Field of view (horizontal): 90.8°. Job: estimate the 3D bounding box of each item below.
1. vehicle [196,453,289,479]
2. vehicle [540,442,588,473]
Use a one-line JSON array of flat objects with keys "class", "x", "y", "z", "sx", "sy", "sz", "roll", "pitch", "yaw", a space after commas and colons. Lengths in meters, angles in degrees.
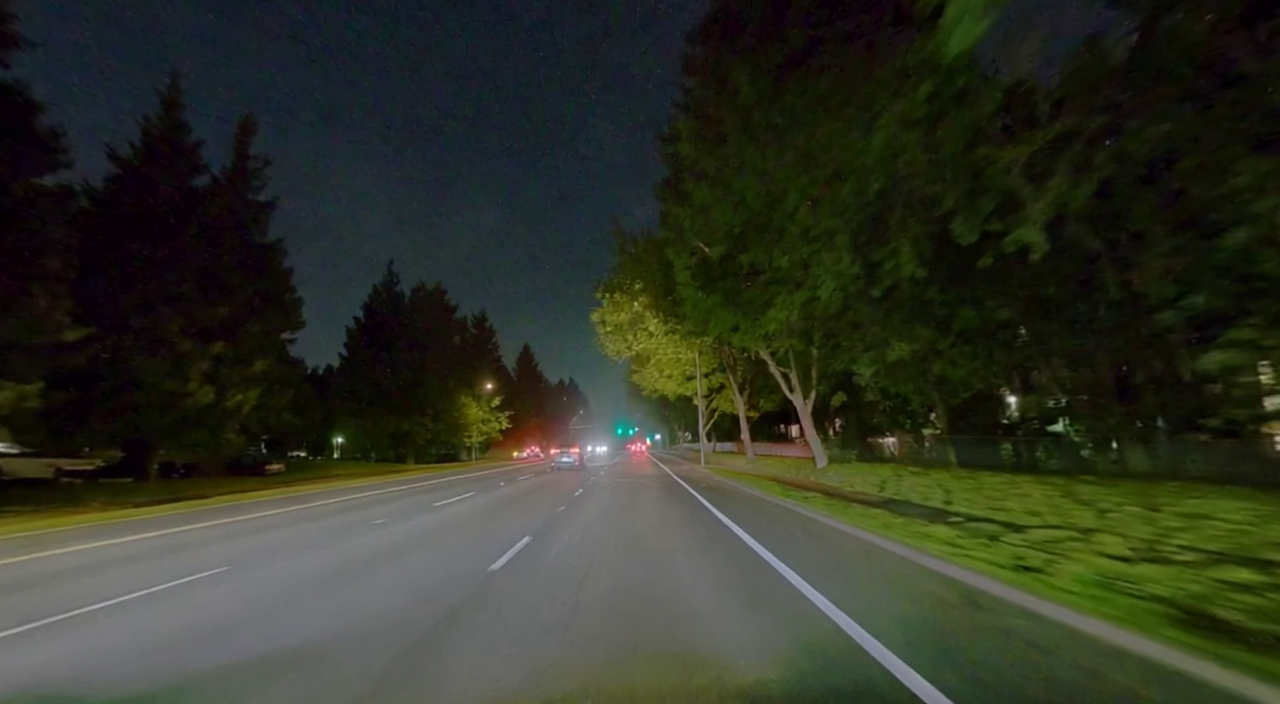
[{"class": "vehicle", "x": -24.799, "y": 7.111, "z": 39.565, "sx": 4.454, "sy": 1.524, "sz": 1.859, "roll": 2, "pitch": -8, "yaw": -11}, {"class": "vehicle", "x": -3.811, "y": 5.388, "z": 32.524, "sx": 1.992, "sy": 1.447, "sz": 4.044, "roll": 0, "pitch": -8, "yaw": 0}]
